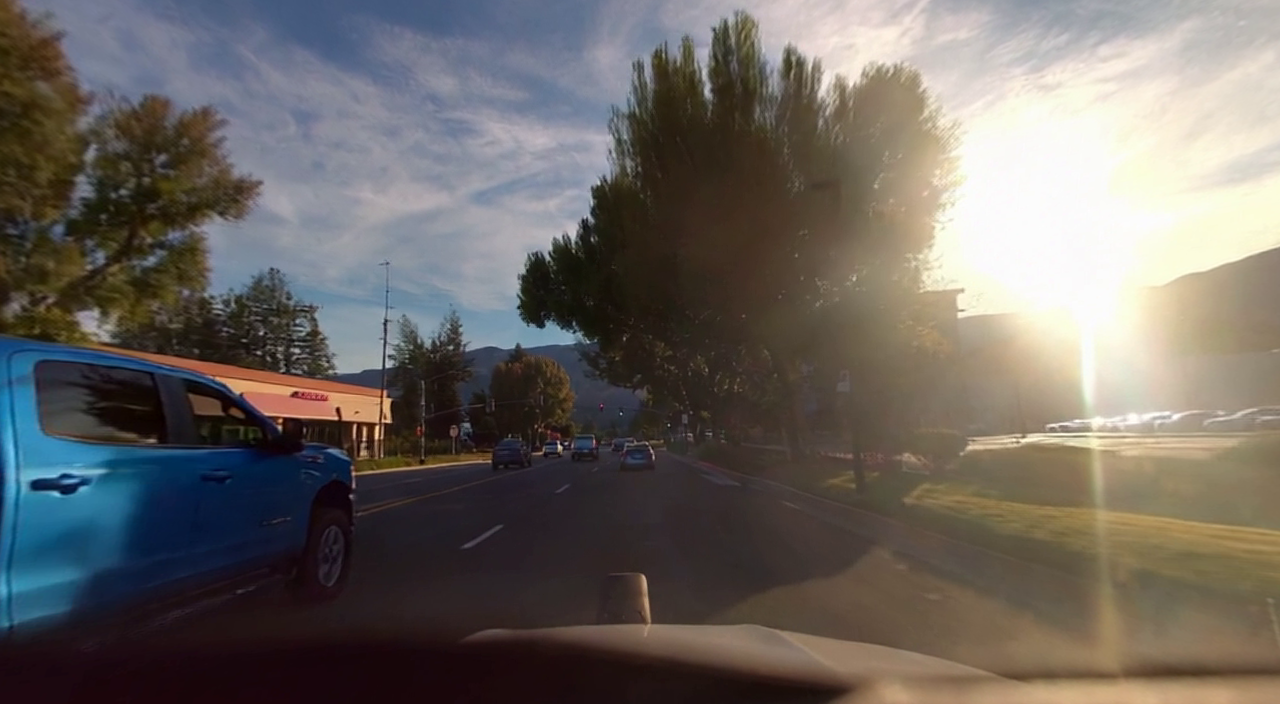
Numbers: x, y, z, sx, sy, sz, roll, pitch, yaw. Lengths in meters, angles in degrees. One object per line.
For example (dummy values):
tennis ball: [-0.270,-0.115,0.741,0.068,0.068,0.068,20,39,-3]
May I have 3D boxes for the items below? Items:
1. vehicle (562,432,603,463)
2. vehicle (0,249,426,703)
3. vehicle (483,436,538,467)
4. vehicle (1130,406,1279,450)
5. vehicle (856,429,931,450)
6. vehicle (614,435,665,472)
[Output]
vehicle: [-3.817,6.397,42.152,2.243,1.976,4.514,0,-9,1]
vehicle: [-3.576,0.759,2.848,2.552,2.079,6.810,0,-9,2]
vehicle: [-7.868,6.123,38.702,2.146,1.788,5.153,0,-9,2]
vehicle: [22.753,3.062,24.946,4.767,1.443,1.978,-7,-11,29]
vehicle: [19.285,6.687,47.804,5.025,1.475,1.956,-5,-10,29]
vehicle: [-0.062,4.699,29.235,2.191,1.530,4.470,0,-9,-1]
